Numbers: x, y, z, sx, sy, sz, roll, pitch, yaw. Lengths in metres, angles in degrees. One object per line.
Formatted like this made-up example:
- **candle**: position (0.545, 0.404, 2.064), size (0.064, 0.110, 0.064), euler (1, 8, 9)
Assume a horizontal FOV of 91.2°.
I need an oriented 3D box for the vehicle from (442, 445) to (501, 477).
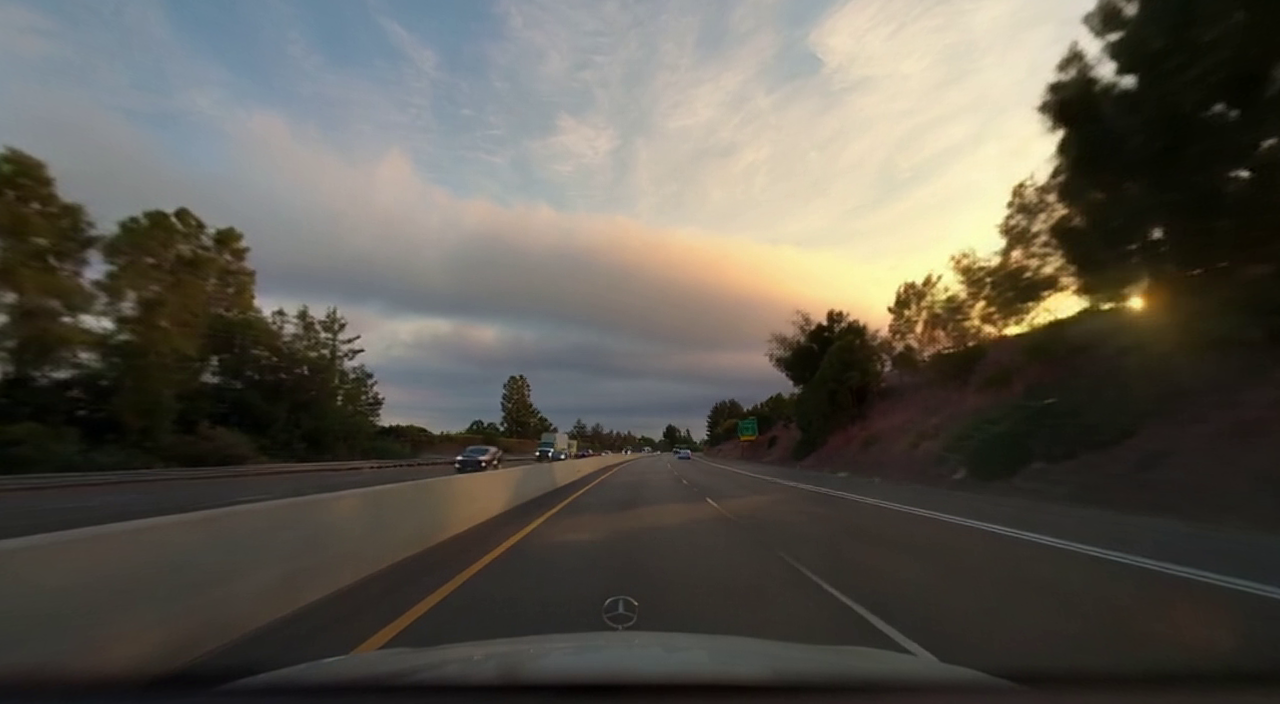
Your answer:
- **vehicle**: position (-9.156, 5.935, 34.330), size (2.028, 1.607, 4.273), euler (0, -9, 0)
